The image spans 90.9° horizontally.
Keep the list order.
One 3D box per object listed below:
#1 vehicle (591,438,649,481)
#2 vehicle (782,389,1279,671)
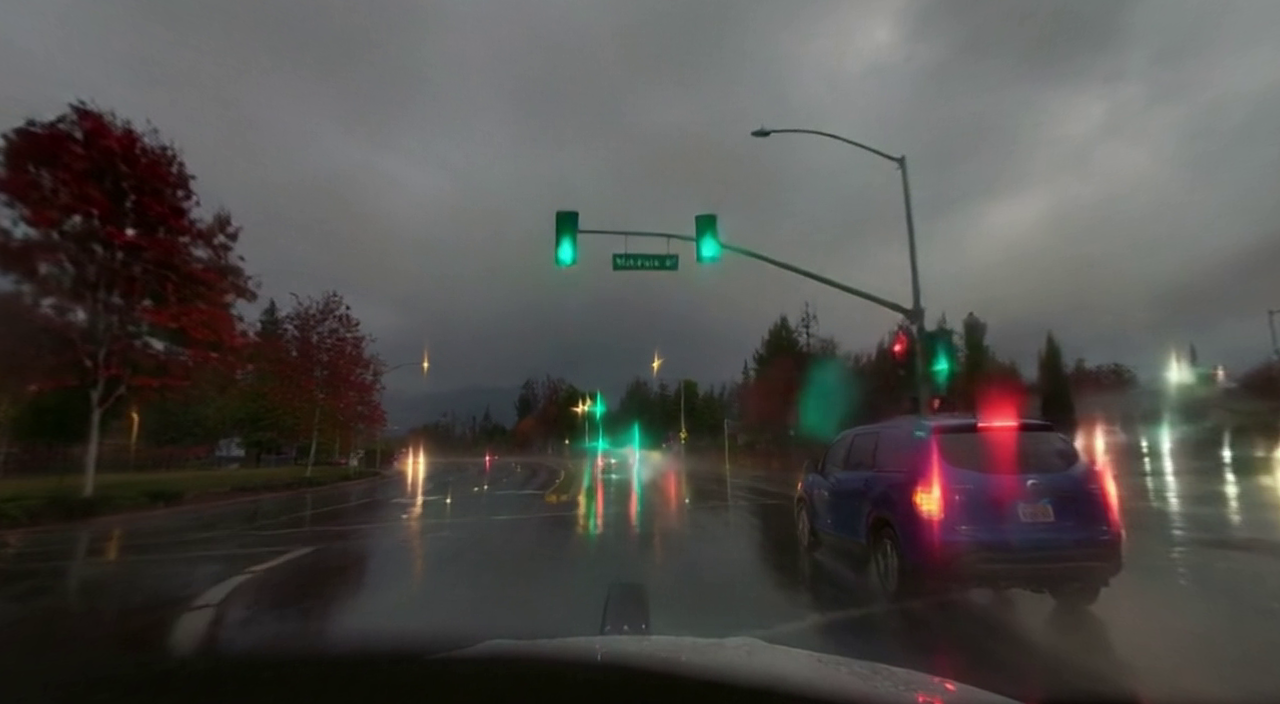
[{"bbox_3d":[-1.033,4.936,29.275,2.185,1.822,4.583,1,-8,-8],"label":"vehicle"},{"bbox_3d":[2.987,1.396,6.171,2.024,1.686,4.588,0,-8,-1],"label":"vehicle"}]
